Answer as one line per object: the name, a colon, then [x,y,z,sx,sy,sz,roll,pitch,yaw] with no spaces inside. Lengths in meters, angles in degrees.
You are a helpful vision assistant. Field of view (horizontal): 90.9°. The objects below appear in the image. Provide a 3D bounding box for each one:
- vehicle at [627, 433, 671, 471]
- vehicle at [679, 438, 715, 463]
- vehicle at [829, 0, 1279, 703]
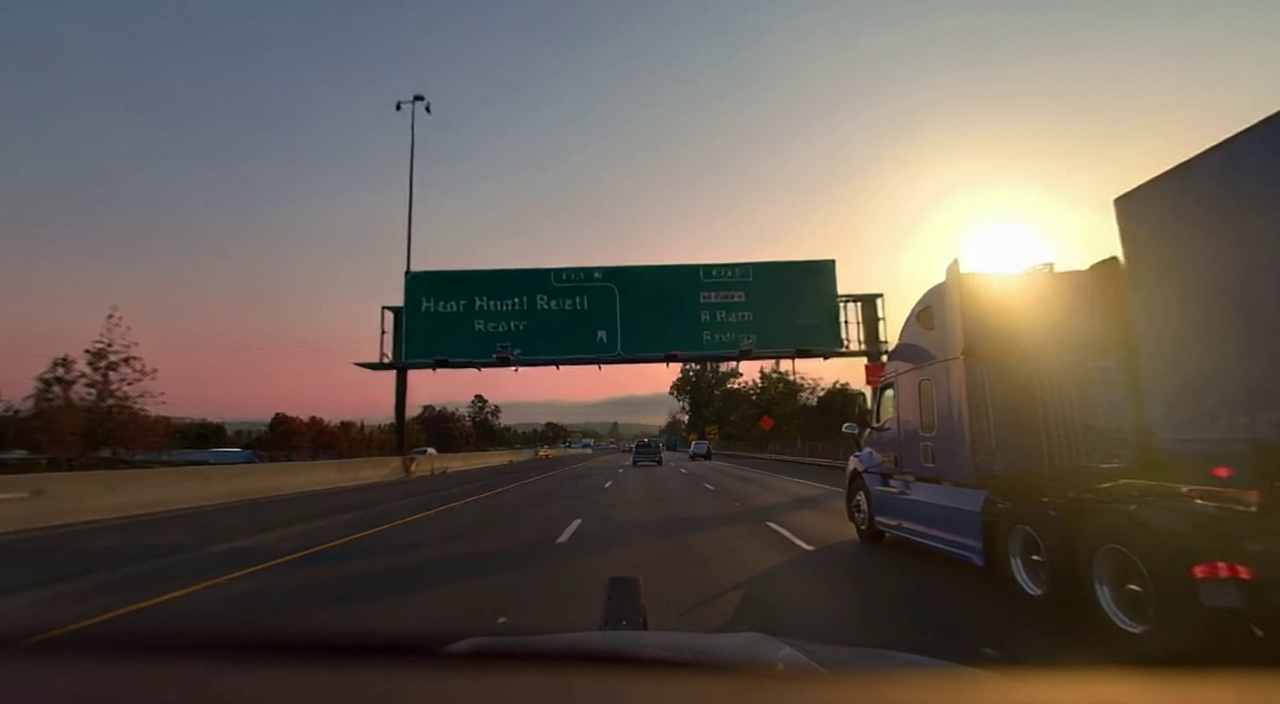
vehicle: [0.420,5.279,33.500,2.205,1.860,4.301,0,-9,0]
vehicle: [4.349,7.556,48.559,2.215,1.798,4.776,0,-9,-1]
vehicle: [4.351,0.124,5.075,3.030,3.985,8.655,0,-9,1]
